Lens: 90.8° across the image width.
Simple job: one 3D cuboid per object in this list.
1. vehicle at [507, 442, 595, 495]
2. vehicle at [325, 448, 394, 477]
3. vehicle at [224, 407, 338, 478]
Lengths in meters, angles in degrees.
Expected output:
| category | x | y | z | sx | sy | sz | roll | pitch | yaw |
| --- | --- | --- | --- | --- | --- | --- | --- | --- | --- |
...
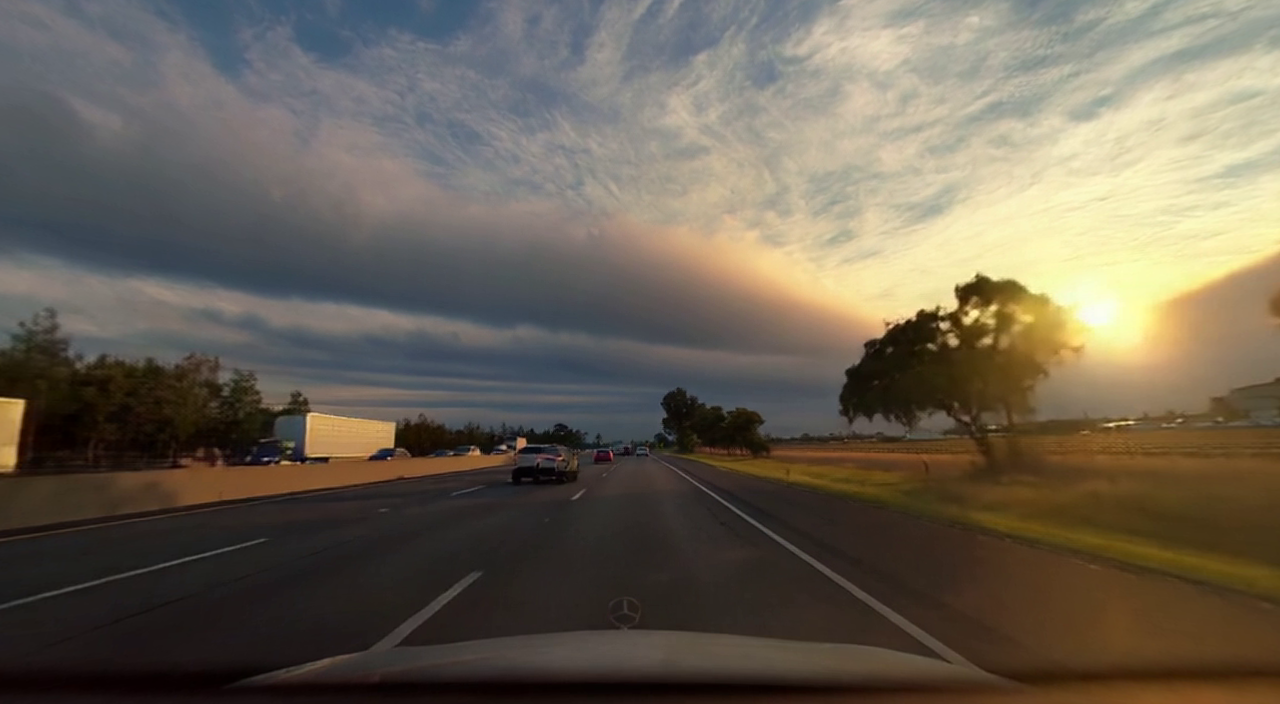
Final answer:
| category | x | y | z | sx | sy | sz | roll | pitch | yaw |
| --- | --- | --- | --- | --- | --- | --- | --- | --- | --- |
| vehicle | -2.718 | 3.689 | 20.309 | 2.110 | 1.500 | 4.259 | 0 | -9 | 2 |
| vehicle | -15.572 | 6.107 | 35.231 | 1.904 | 1.501 | 4.158 | 0 | -9 | 0 |
| vehicle | -22.945 | 5.895 | 40.867 | 3.289 | 4.194 | 6.586 | 0 | -9 | 0 |
